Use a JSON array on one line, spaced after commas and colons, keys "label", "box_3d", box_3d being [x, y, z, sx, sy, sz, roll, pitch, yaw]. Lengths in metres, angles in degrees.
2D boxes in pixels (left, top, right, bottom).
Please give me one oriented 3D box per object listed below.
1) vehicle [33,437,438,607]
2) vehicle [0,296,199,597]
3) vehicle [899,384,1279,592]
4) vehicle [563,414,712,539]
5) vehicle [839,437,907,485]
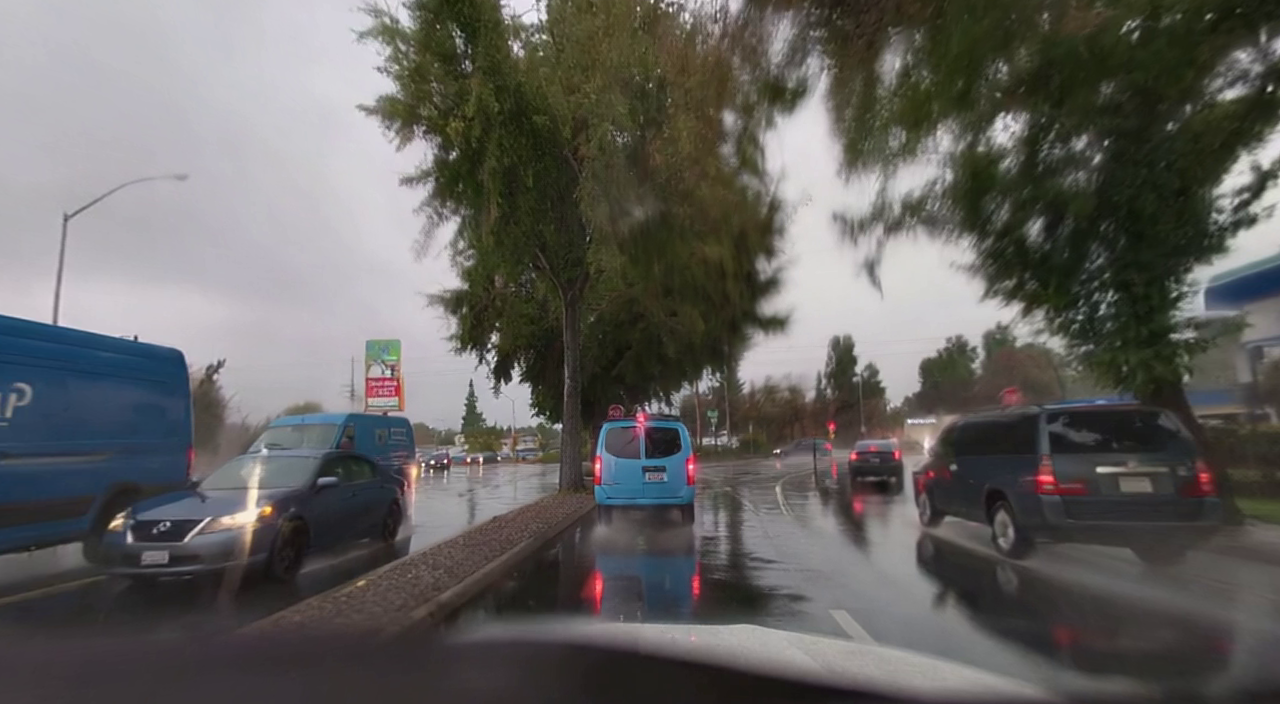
[{"label": "vehicle", "box_3d": [-4.313, 1.836, 7.873, 1.869, 1.465, 4.503, -1, -9, 3]}, {"label": "vehicle", "box_3d": [-7.662, 0.850, 5.696, 2.342, 3.013, 6.631, 0, -9, 2]}, {"label": "vehicle", "box_3d": [5.463, 1.686, 8.669, 2.204, 1.973, 4.946, -1, -9, 7]}, {"label": "vehicle", "box_3d": [0.182, 2.202, 11.775, 2.237, 1.828, 4.546, -1, -9, 6]}, {"label": "vehicle", "box_3d": [8.977, 4.182, 24.306, 2.150, 1.655, 4.045, -4, -10, 20]}]
